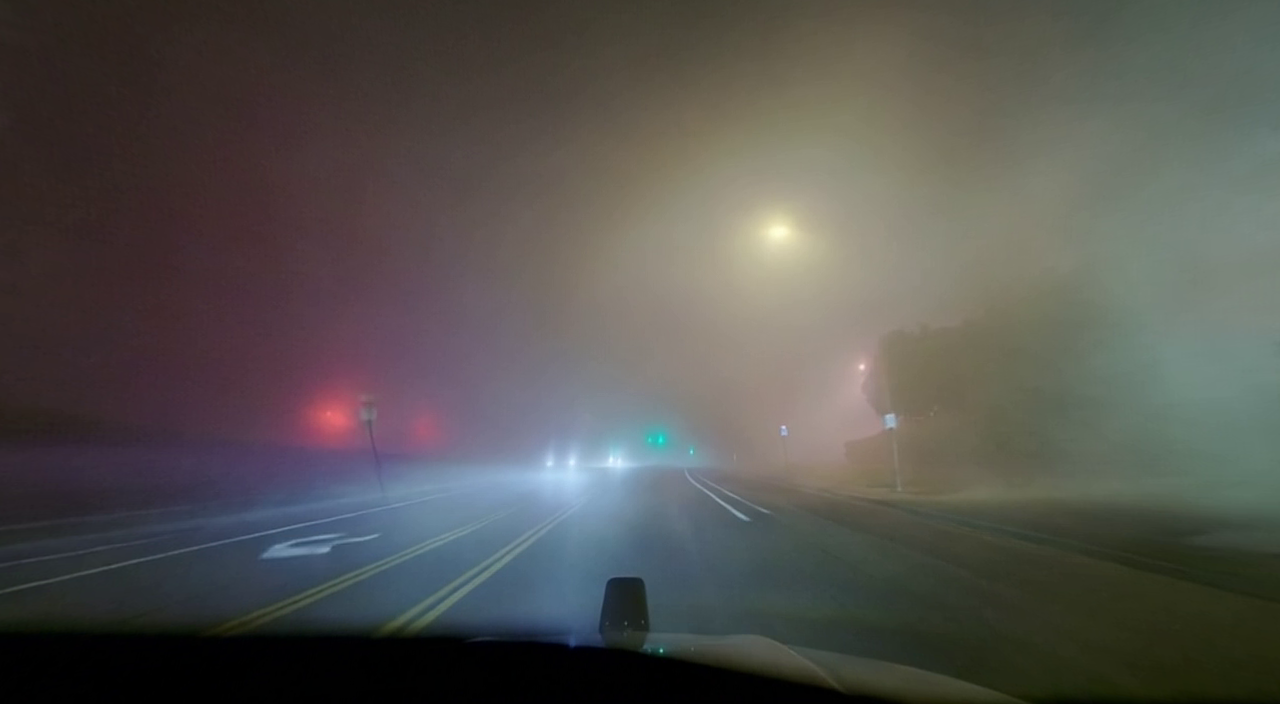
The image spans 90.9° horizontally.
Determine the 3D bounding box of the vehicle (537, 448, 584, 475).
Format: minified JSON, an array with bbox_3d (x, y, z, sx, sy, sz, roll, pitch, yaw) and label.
[{"bbox_3d":[-4.771,6.648,38.623,2.133,1.508,4.535,-1,-8,2],"label":"vehicle"}]
